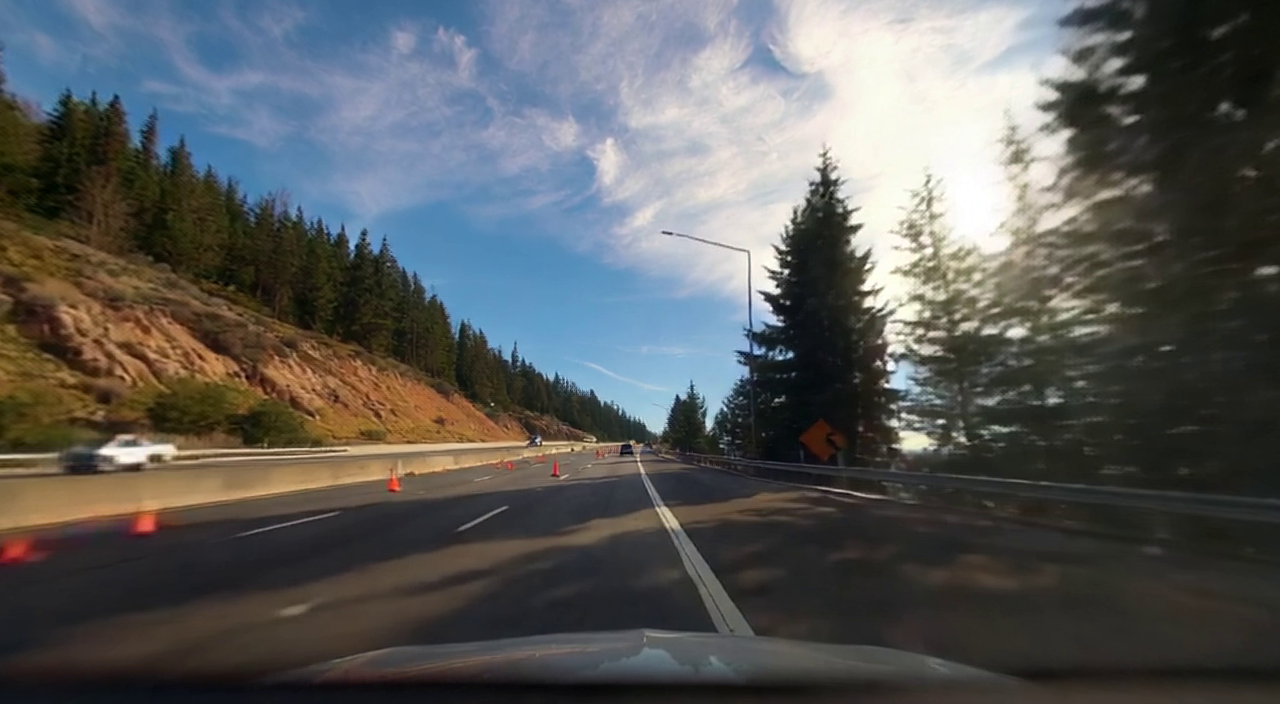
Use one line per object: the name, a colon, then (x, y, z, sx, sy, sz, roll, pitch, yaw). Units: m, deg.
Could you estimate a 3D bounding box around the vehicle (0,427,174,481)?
vehicle: (-19.145, 3.543, 22.125, 1.952, 1.661, 4.651, -1, -9, 0)
